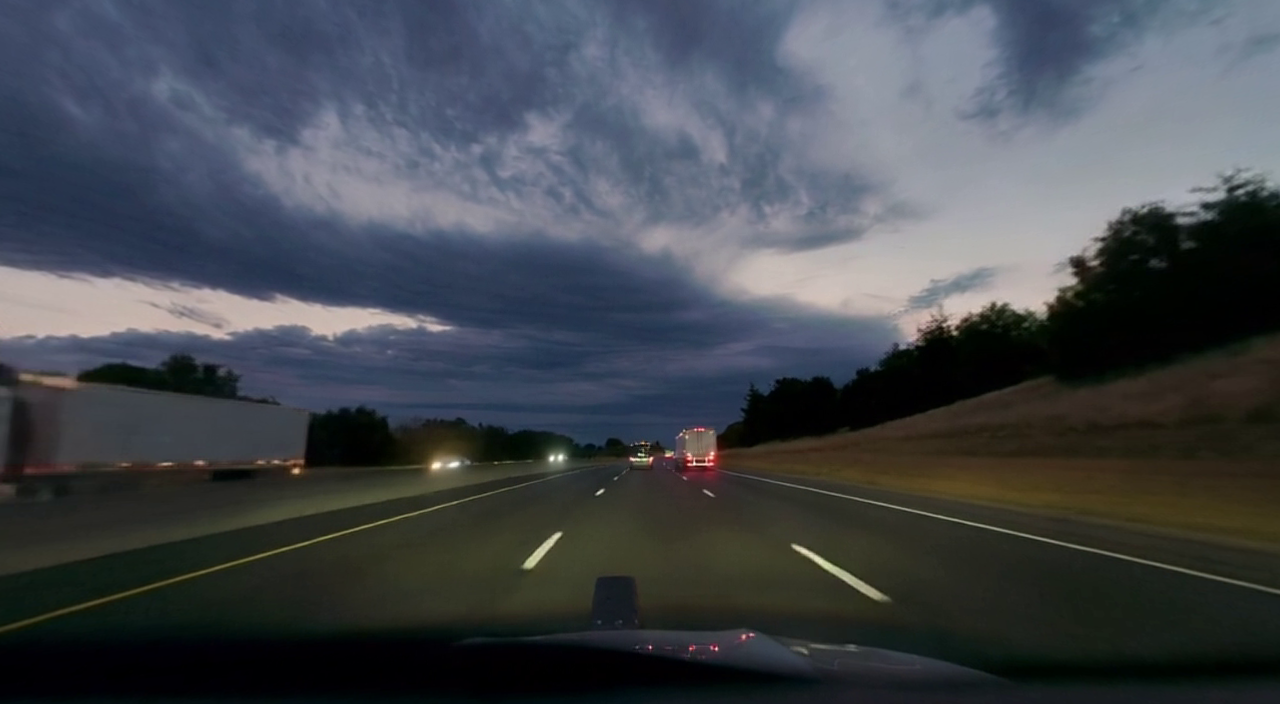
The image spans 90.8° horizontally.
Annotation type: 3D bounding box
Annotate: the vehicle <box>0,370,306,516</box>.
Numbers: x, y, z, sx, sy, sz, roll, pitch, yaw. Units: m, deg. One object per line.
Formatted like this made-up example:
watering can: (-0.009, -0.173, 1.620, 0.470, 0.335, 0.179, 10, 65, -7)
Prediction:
vehicle: (-18.684, 3.638, 24.942, 3.069, 4.094, 14.152, 0, -9, 1)

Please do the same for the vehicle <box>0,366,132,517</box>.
vehicle: (-18.739, 2.603, 18.186, 3.003, 4.022, 5.860, 0, -9, 1)

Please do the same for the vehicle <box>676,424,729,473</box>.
vehicle: (4.621, 7.455, 48.667, 2.960, 3.381, 8.914, 0, -9, -1)

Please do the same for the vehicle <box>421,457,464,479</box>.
vehicle: (-14.021, 8.215, 44.916, 1.741, 1.435, 3.864, 0, -9, 1)
